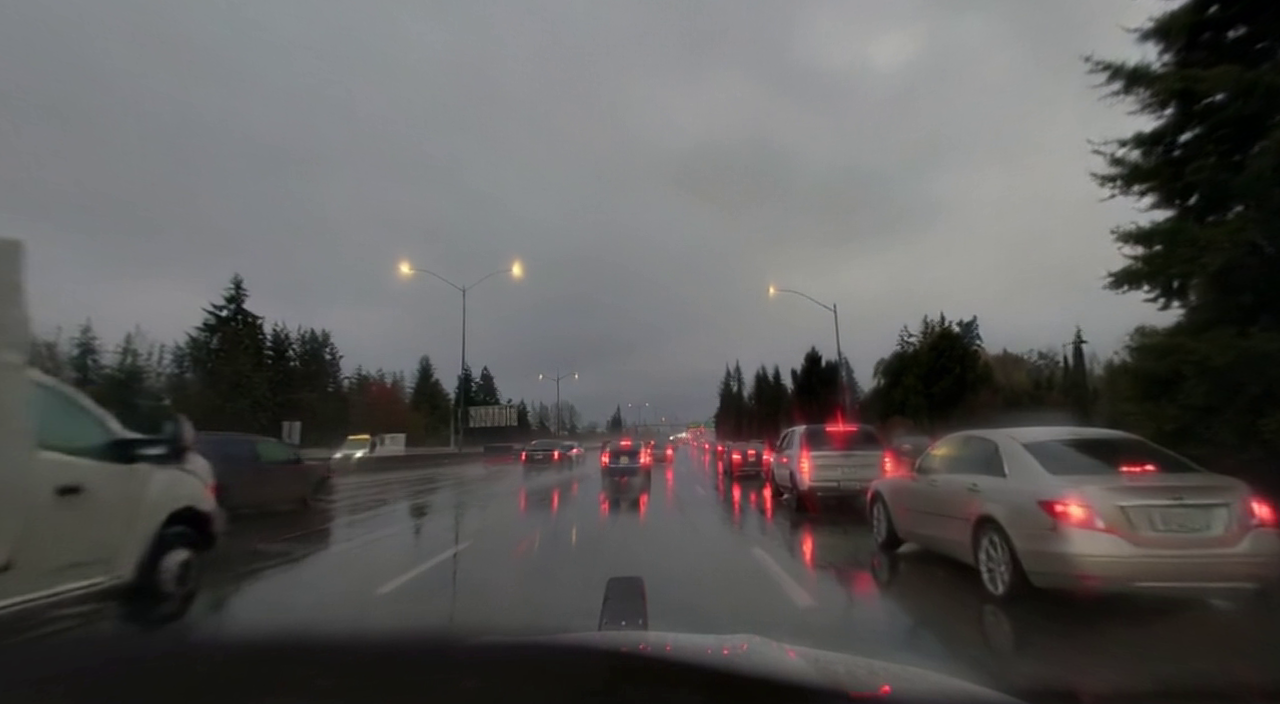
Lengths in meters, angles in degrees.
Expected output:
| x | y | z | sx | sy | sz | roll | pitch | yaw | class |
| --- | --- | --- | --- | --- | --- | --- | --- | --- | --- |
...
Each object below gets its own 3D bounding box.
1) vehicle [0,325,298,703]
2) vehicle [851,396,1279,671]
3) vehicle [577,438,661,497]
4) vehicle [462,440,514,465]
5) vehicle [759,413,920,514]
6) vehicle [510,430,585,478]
| x | y | z | sx | sy | sz | roll | pitch | yaw | class |
| --- | --- | --- | --- | --- | --- | --- | --- | --- | --- |
| -4.258 | 0.752 | 2.492 | 2.395 | 1.892 | 5.995 | 0 | -8 | 1 | vehicle |
| 3.757 | 1.369 | 5.926 | 1.984 | 1.567 | 4.475 | 0 | -8 | 0 | vehicle |
| -0.455 | 3.156 | 17.664 | 2.070 | 1.456 | 4.029 | 0 | -8 | 2 | vehicle |
| -9.885 | 6.582 | 41.398 | 1.907 | 1.508 | 4.608 | -1 | -8 | 4 | vehicle |
| 3.992 | 2.331 | 13.590 | 1.999 | 1.777 | 4.578 | 0 | -8 | 1 | vehicle |
| -3.787 | 4.319 | 26.917 | 2.110 | 1.811 | 5.585 | 0 | -8 | 2 | vehicle |
